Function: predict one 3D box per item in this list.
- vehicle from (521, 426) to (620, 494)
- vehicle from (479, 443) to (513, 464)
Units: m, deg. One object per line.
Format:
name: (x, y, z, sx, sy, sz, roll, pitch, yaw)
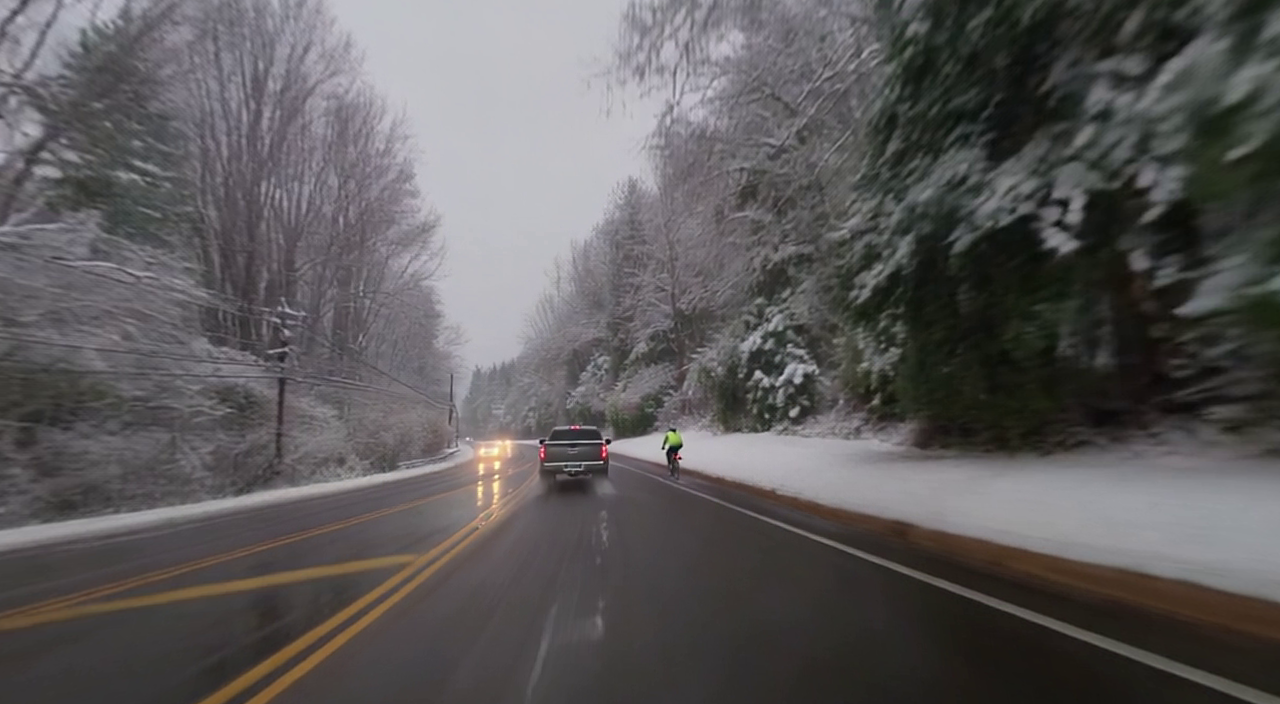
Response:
vehicle: (-2.018, 3.291, 19.649, 2.631, 1.798, 5.331, 0, -8, -4)
vehicle: (-10.824, 7.655, 47.702, 2.045, 1.474, 3.956, 0, -8, -6)
